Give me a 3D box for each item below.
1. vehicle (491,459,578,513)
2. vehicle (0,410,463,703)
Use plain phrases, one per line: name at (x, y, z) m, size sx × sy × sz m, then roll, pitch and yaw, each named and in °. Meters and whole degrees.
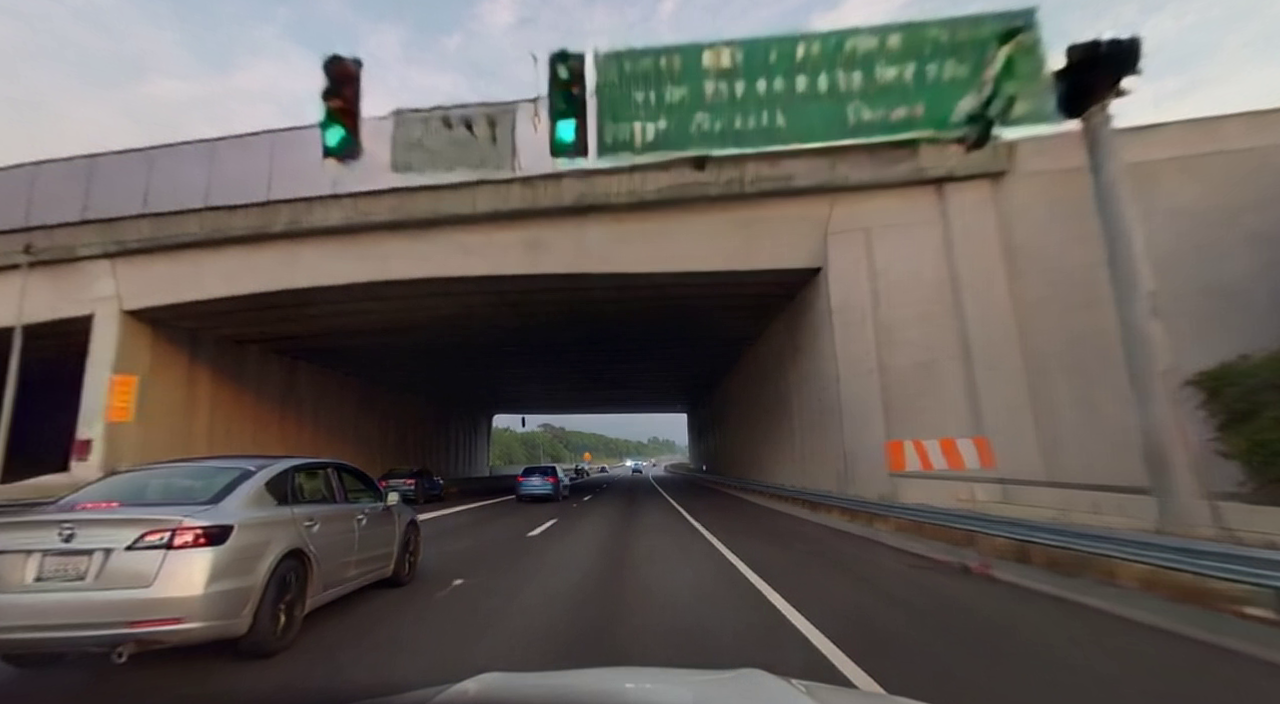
vehicle at (-3.169, 4.147, 19.771) m, size 1.992 × 1.466 × 3.690 m, roll 1°, pitch -11°, yaw 1°
vehicle at (-3.228, 1.452, 5.110) m, size 2.023 × 1.507 × 5.082 m, roll 1°, pitch -11°, yaw 1°
